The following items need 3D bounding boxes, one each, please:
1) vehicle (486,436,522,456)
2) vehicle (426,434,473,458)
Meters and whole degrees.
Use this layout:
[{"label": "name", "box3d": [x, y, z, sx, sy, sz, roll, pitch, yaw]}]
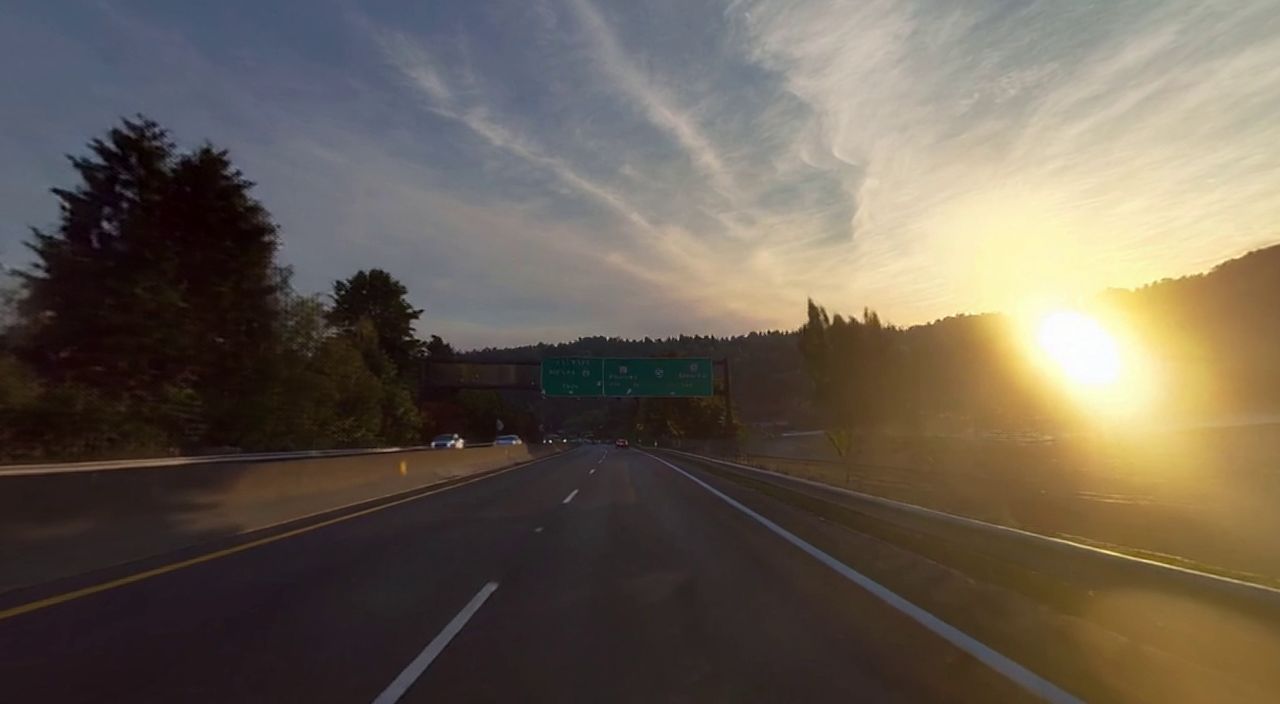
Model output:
[{"label": "vehicle", "box3d": [-10.404, 7.224, 48.585, 1.911, 1.465, 3.948, 0, -8, -1]}, {"label": "vehicle", "box3d": [-13.241, 6.497, 44.007, 1.971, 1.581, 4.317, 0, -8, -1]}]
